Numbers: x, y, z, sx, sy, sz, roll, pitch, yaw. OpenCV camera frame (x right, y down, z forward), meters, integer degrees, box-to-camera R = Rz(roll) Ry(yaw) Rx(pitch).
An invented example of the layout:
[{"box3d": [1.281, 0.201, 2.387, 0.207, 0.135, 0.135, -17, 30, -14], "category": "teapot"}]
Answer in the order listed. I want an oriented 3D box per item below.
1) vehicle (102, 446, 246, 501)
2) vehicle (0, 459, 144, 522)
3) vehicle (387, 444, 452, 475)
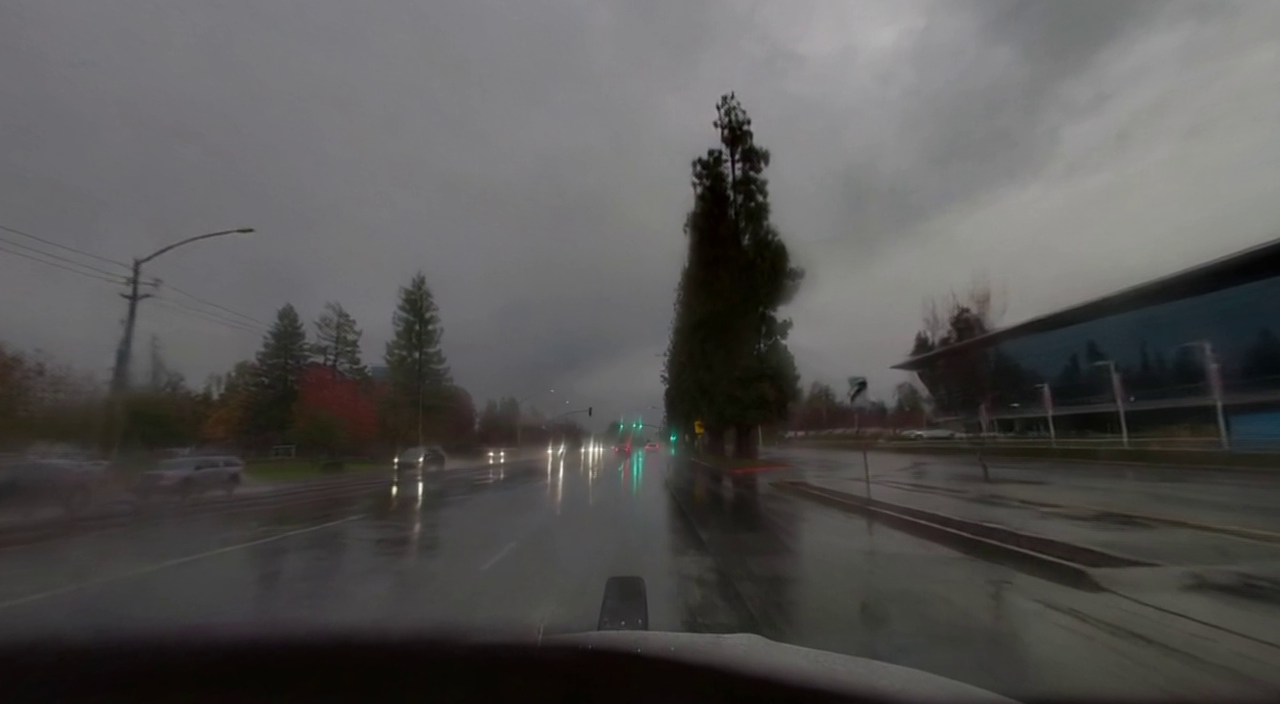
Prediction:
[{"box3d": [-17.295, 4.498, 23.651, 1.998, 1.724, 4.486, -3, -9, 0], "category": "vehicle"}, {"box3d": [-17.388, 3.903, 18.063, 1.955, 1.486, 5.112, -1, -8, 2], "category": "vehicle"}, {"box3d": [-13.353, 6.514, 38.394, 2.145, 1.754, 4.777, 0, -8, 1], "category": "vehicle"}]
